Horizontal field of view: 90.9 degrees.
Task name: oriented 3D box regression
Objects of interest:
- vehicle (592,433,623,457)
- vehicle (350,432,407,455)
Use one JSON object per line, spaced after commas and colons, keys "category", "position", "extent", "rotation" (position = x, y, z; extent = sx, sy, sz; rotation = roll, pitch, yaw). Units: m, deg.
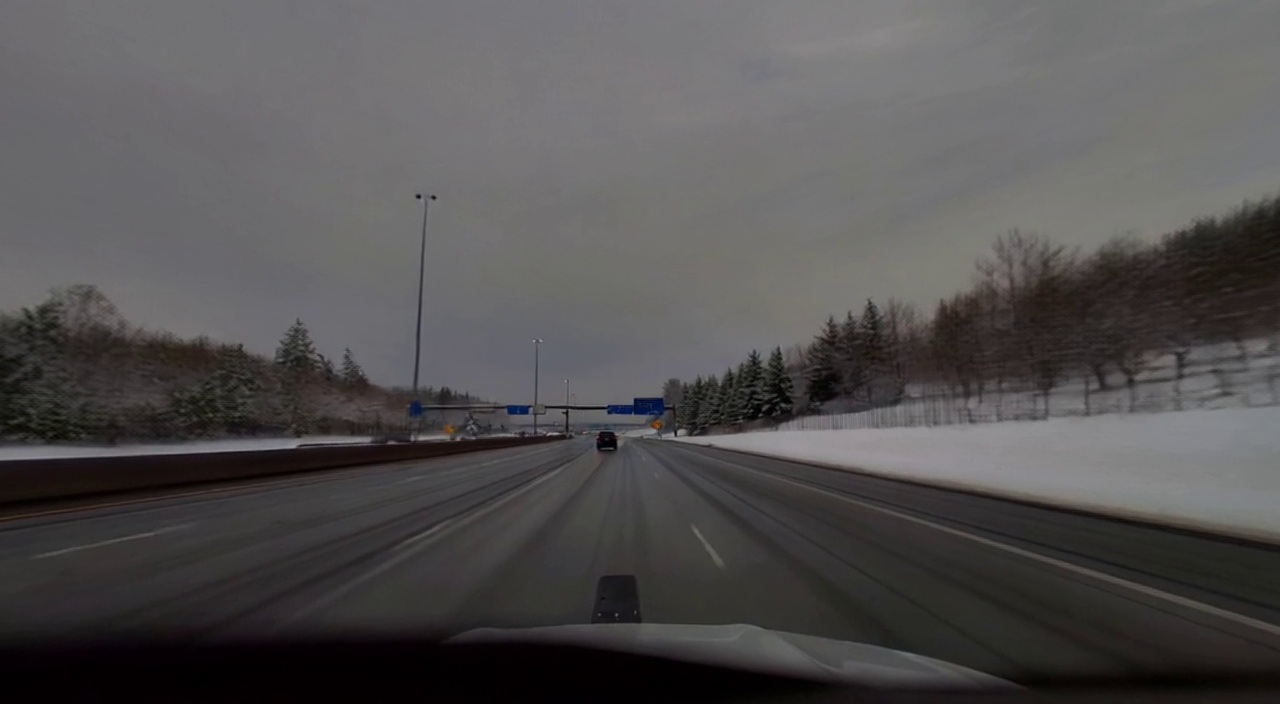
{"category": "vehicle", "position": [-2.181, 6.248, 42.520], "extent": [2.000, 1.491, 3.913], "rotation": [0, -8, -3]}
{"category": "vehicle", "position": [-16.754, 5.880, 40.637], "extent": [1.882, 1.417, 4.331], "rotation": [1, -8, -1]}
